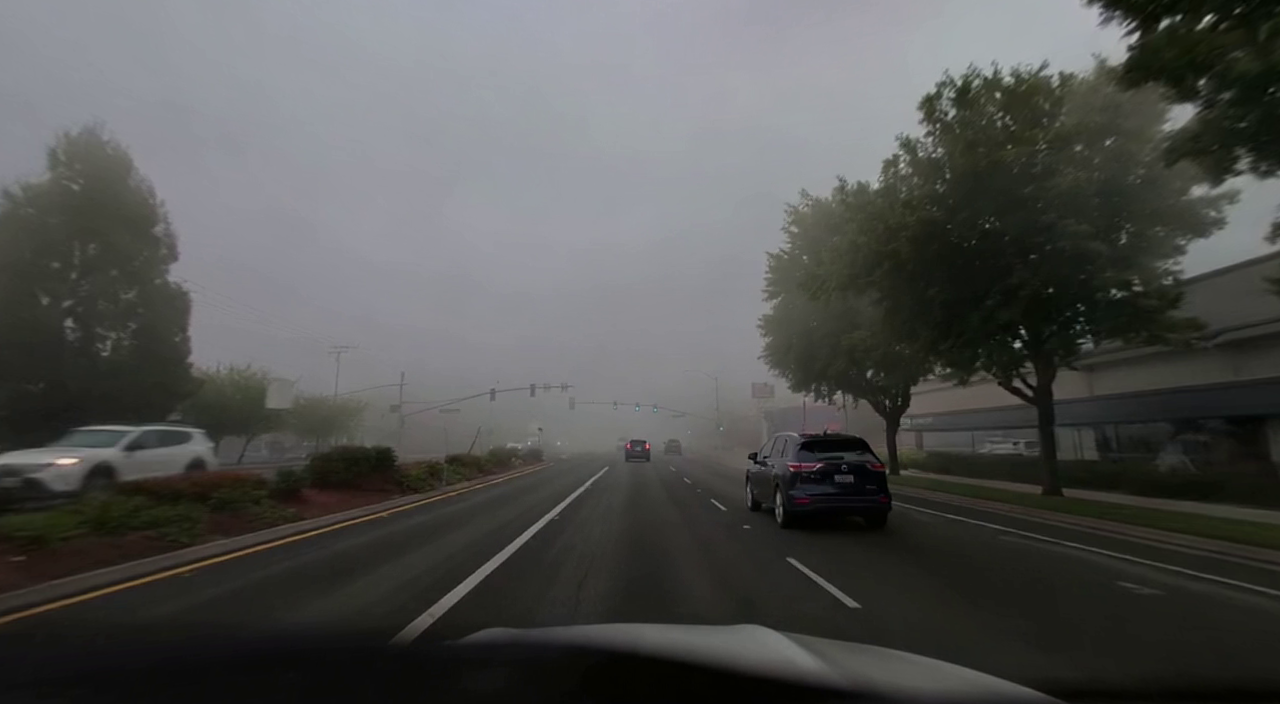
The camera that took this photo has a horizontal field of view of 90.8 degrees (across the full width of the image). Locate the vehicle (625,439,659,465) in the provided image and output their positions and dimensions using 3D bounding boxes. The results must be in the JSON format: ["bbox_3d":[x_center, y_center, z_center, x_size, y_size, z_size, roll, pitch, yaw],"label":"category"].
[{"bbox_3d":[0.071,6.206,39.418,2.023,1.532,3.891,0,-8,-1],"label":"vehicle"}]

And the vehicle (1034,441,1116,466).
[{"bbox_3d":[27.955,6.531,40.781,1.802,1.469,4.578,0,-9,-3],"label":"vehicle"}]

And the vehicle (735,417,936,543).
[{"bbox_3d":[2.986,2.063,10.821,1.969,1.682,4.387,0,-8,-1],"label":"vehicle"}]

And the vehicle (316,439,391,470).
[{"bbox_3d":[-15.136,5.431,33.678,1.849,1.477,4.513,0,-9,0],"label":"vehicle"}]

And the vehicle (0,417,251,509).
[{"bbox_3d":[-11.638,2.498,14.637,2.142,1.738,4.893,0,-8,-1],"label":"vehicle"}]

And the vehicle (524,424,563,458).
[{"bbox_3d":[-7.569,7.079,49.985,2.334,2.525,5.893,0,-8,-2],"label":"vehicle"}]
